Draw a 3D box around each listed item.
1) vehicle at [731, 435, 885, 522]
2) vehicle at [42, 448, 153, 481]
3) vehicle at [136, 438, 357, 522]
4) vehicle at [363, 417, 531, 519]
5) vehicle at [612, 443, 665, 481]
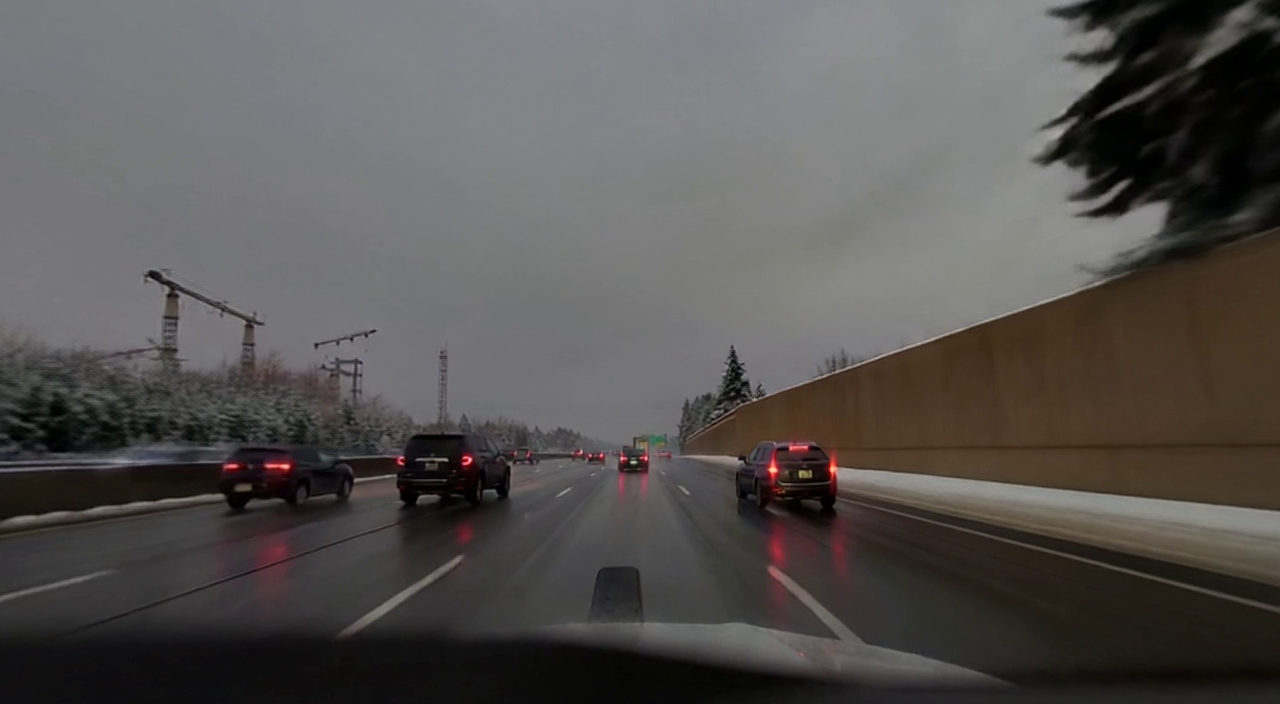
[{"bbox_3d":[3.289,2.558,13.413,1.917,1.507,4.540,0,-8,-1],"label":"vehicle"},{"bbox_3d":[-30.794,6.373,36.111,1.961,1.695,4.880,0,-8,0],"label":"vehicle"},{"bbox_3d":[-8.018,2.605,13.490,1.908,1.476,4.342,0,-8,0],"label":"vehicle"},{"bbox_3d":[-3.767,2.357,13.290,2.121,1.775,4.335,0,-8,0],"label":"vehicle"},{"bbox_3d":[-0.097,4.580,26.656,2.045,1.452,4.040,0,-8,-1],"label":"vehicle"}]
